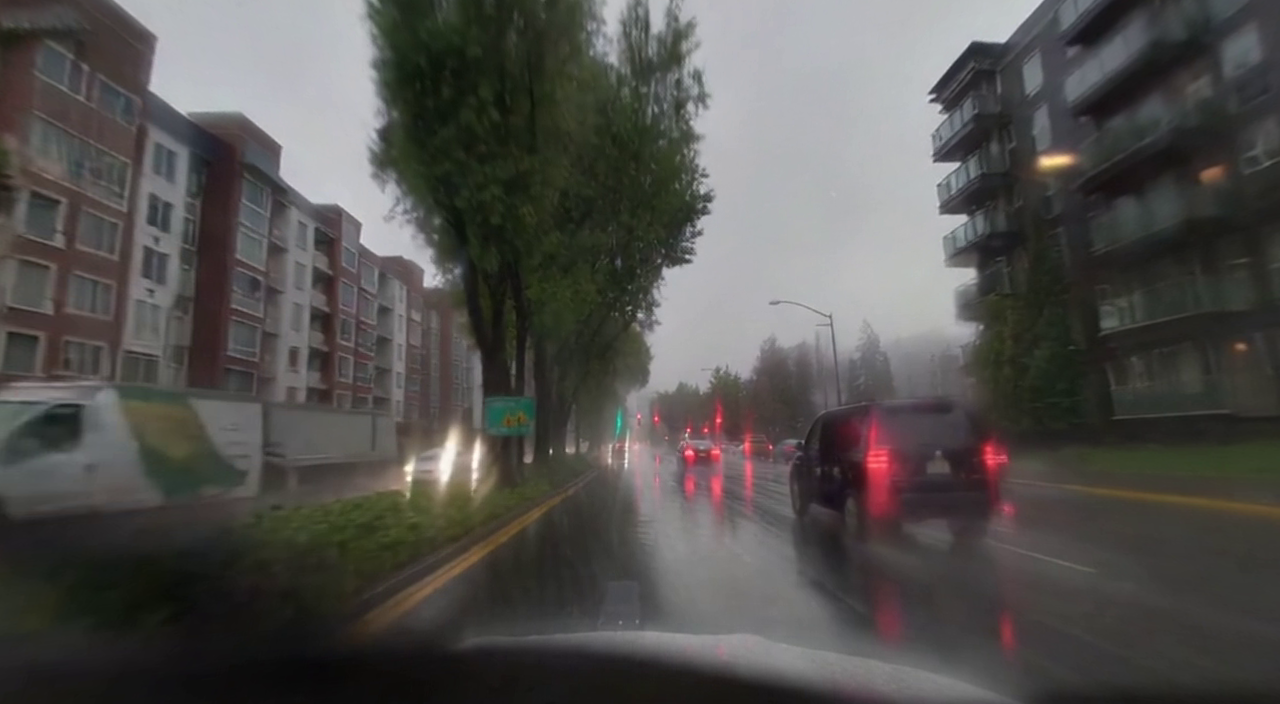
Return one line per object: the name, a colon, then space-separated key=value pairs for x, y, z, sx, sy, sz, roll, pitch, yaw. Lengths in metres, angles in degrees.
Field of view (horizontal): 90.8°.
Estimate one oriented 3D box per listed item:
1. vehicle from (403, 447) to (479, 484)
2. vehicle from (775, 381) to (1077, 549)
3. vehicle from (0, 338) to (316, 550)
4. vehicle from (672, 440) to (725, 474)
vehicle: x=-8.768 y=5.034 z=28.266 sx=1.949 sy=1.503 sz=4.388 roll=0 pitch=-9 yaw=0
vehicle: x=4.053 y=1.790 z=10.555 sx=2.427 sy=2.017 sz=5.763 roll=0 pitch=-9 yaw=1
vehicle: x=-12.172 y=2.224 z=15.086 sx=3.059 sy=3.478 sz=10.986 roll=0 pitch=-9 yaw=0
vehicle: x=2.703 y=5.003 z=30.292 sx=2.003 sy=1.480 sz=4.494 roll=0 pitch=-9 yaw=-1
